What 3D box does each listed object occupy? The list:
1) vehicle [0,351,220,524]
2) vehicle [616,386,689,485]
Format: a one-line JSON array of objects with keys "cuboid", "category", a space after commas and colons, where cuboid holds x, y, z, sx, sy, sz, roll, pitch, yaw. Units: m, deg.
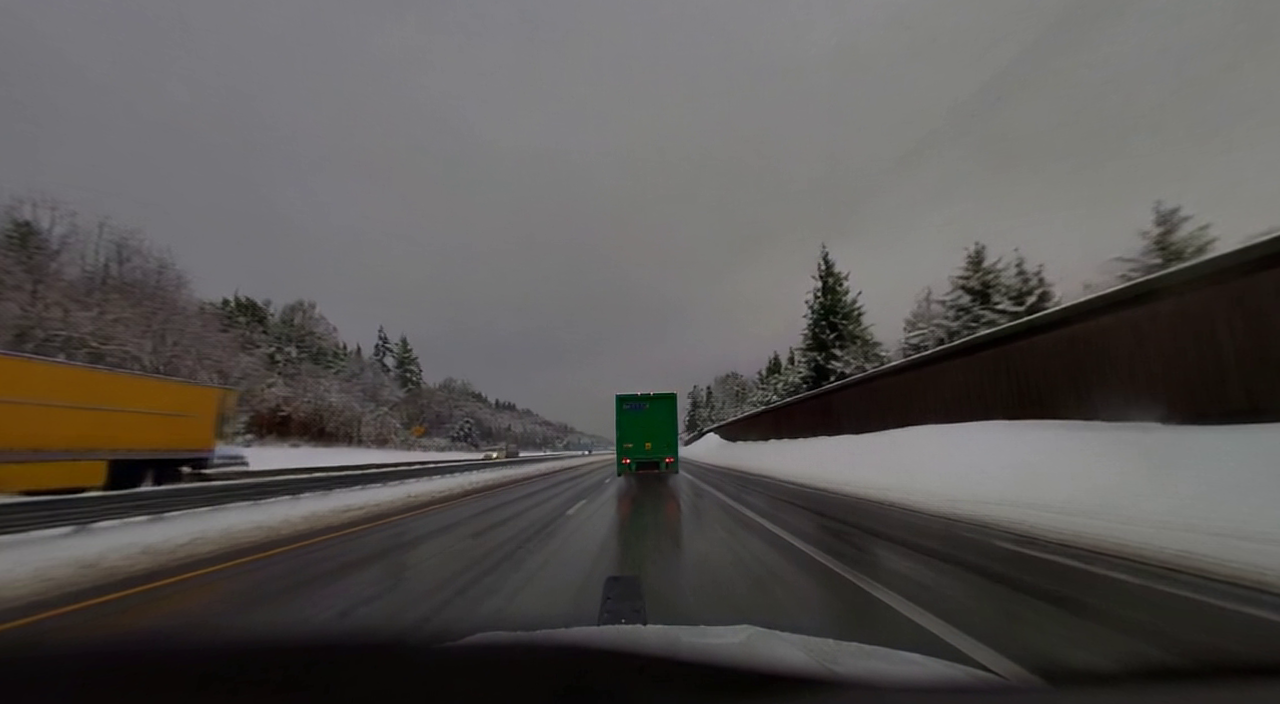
[{"cuboid": [-16.615, 2.134, 15.585, 2.882, 4.051, 13.808, 0, -9, 0], "category": "vehicle"}, {"cuboid": [0.296, 4.122, 30.364, 2.900, 3.955, 10.151, 0, -9, -2], "category": "vehicle"}]
